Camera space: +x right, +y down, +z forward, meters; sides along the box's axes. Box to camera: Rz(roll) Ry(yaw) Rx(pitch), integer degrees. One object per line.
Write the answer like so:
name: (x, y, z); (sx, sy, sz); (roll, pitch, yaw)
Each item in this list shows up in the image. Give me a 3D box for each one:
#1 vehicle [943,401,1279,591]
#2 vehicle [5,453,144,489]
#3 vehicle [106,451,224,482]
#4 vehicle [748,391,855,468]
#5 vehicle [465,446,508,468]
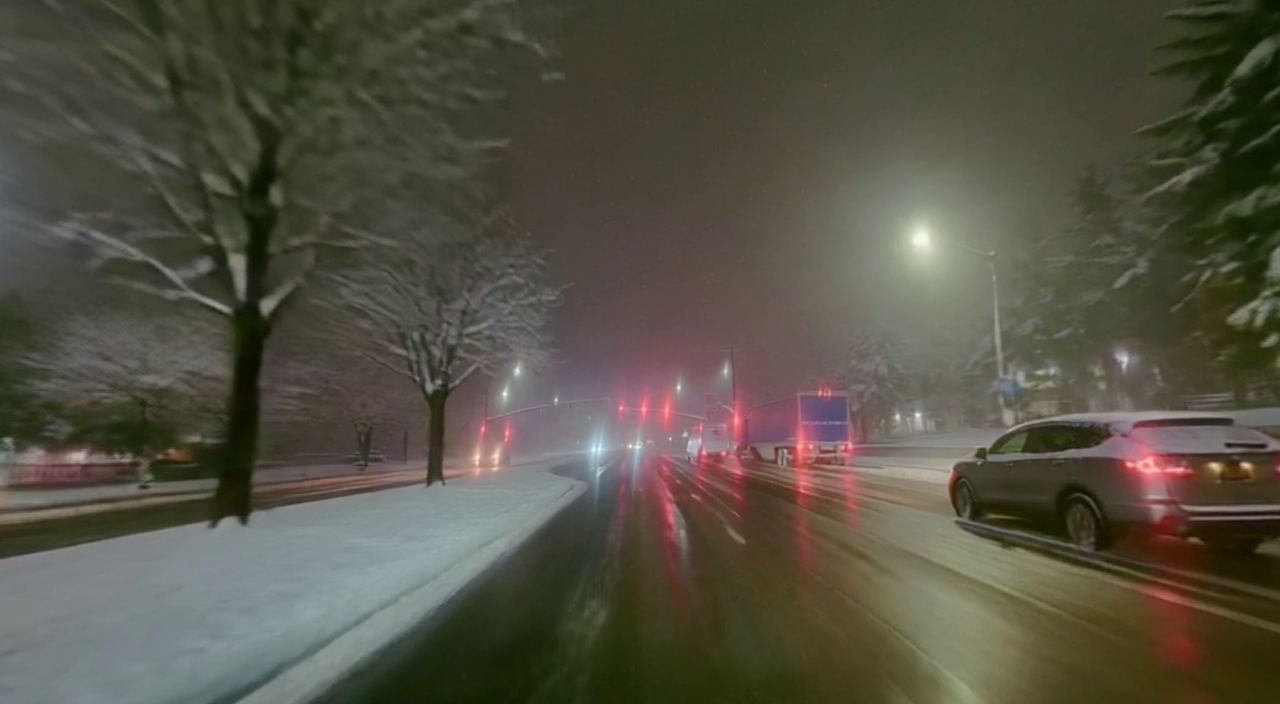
vehicle: (6.167, 1.684, 8.285); (2.012, 1.754, 4.635); (0, -8, -1)
vehicle: (-24.957, 5.246, 27.973); (4.461, 1.452, 1.855); (-1, -8, 3)
vehicle: (-24.749, 5.969, 33.032); (4.499, 1.507, 1.978); (0, -8, 0)
vehicle: (10.282, 5.454, 43.047); (2.975, 4.201, 17.050); (0, -8, 0)
vehicle: (-11.189, 7.648, 46.419); (1.954, 1.496, 4.590); (-1, -8, 1)
